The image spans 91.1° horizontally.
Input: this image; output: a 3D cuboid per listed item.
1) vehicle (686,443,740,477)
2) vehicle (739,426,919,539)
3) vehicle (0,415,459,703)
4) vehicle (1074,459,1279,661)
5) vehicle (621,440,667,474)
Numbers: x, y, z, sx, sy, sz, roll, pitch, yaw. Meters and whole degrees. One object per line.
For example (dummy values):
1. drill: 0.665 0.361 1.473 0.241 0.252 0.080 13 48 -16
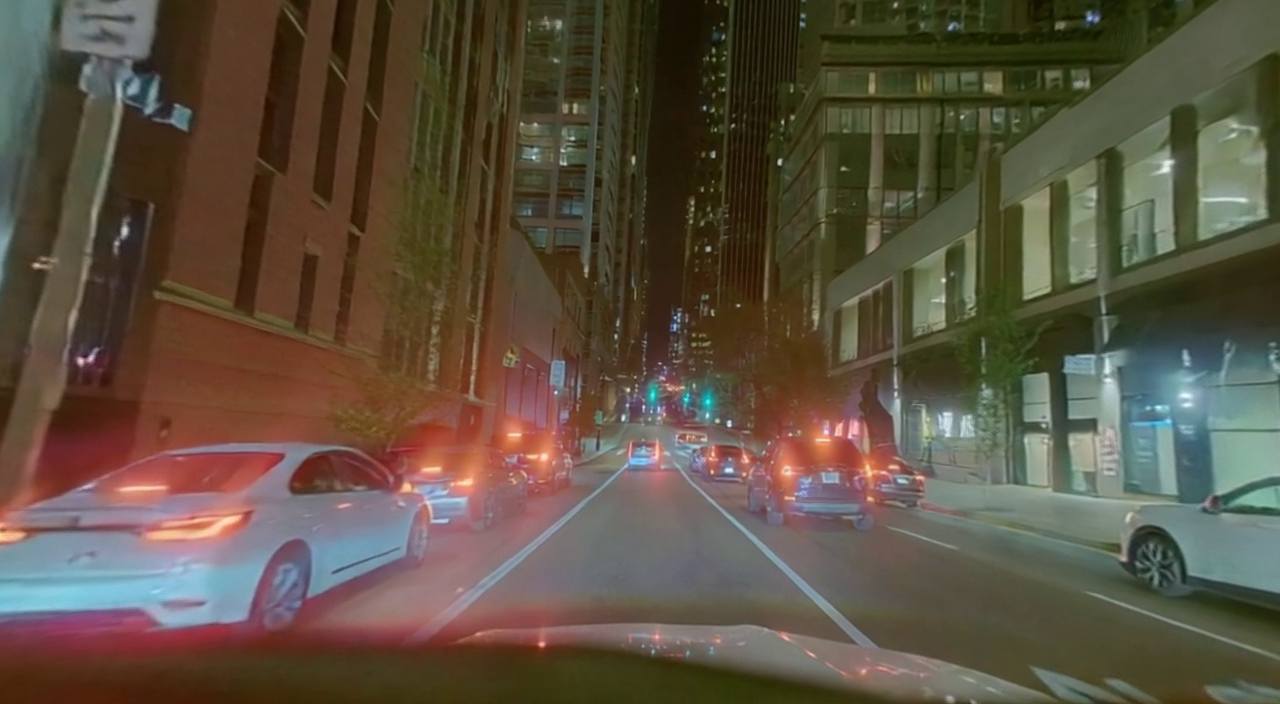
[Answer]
1. vehicle: 3.351 5.042 29.677 1.966 1.475 4.528 0 -8 -1
2. vehicle: 3.252 2.334 11.921 2.002 1.707 4.547 0 -8 0
3. vehicle: -3.243 1.388 5.401 1.863 1.466 4.416 0 -8 3
4. vehicle: 6.362 1.844 5.683 1.913 1.624 4.116 0 -8 1
5. vehicle: 0.192 4.812 28.930 2.007 1.460 3.923 0 -8 1
